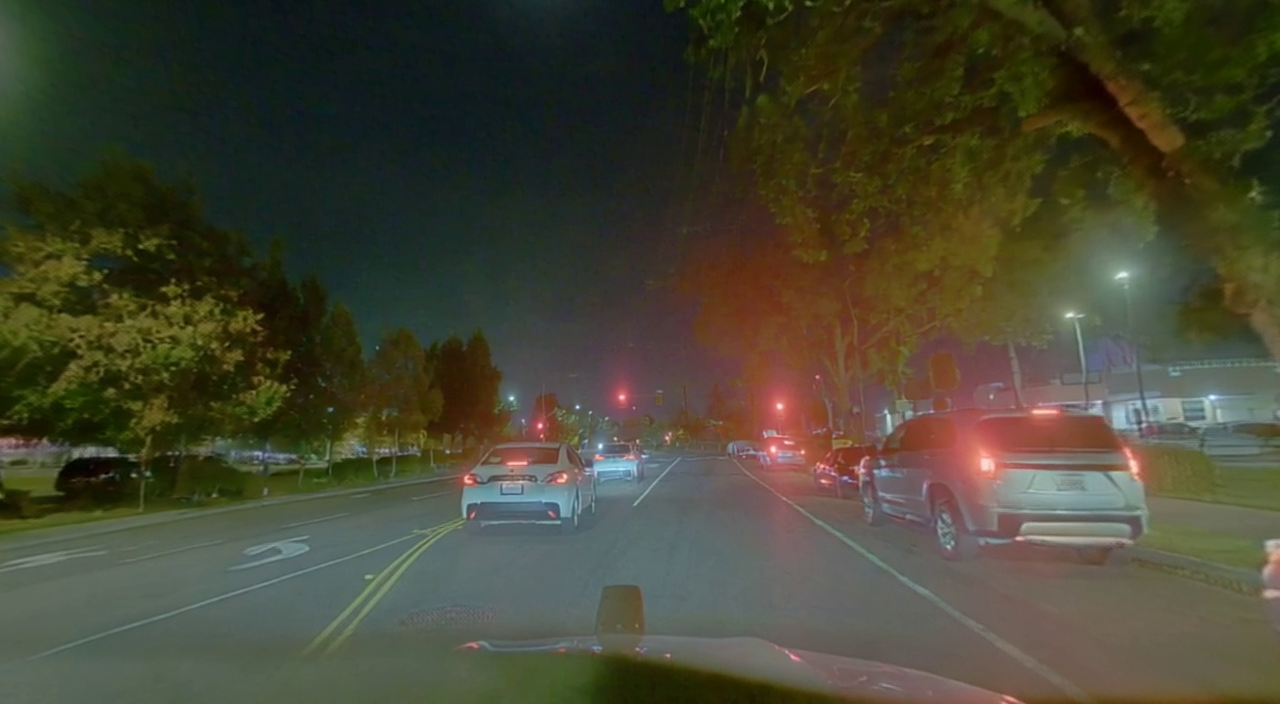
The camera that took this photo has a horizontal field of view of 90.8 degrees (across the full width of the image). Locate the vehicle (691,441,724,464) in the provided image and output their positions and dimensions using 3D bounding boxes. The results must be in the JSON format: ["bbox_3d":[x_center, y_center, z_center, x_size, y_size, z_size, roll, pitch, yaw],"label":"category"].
[{"bbox_3d":[4.545,6.860,43.296,2.095,1.473,4.301,-1,-8,4],"label":"vehicle"}]

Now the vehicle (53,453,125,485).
[{"bbox_3d":[-28.018,5.899,32.101,3.865,1.499,1.804,-6,-10,36],"label":"vehicle"}]

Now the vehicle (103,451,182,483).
[{"bbox_3d":[-27.575,6.320,34.978,4.127,1.583,1.978,-5,-10,31],"label":"vehicle"}]

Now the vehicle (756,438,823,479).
[{"bbox_3d":[5.852,4.207,25.283,1.910,1.493,4.490,-1,-8,4],"label":"vehicle"}]

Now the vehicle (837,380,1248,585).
[{"bbox_3d":[4.672,1.644,8.858,2.324,1.907,5.634,-1,-8,4],"label":"vehicle"}]

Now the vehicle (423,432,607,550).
[{"bbox_3d":[-1.715,2.097,10.281,1.968,1.497,4.286,0,-8,2],"label":"vehicle"}]

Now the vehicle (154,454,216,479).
[{"bbox_3d":[-27.042,6.766,37.533,3.527,1.390,1.681,-5,-10,32],"label":"vehicle"}]
